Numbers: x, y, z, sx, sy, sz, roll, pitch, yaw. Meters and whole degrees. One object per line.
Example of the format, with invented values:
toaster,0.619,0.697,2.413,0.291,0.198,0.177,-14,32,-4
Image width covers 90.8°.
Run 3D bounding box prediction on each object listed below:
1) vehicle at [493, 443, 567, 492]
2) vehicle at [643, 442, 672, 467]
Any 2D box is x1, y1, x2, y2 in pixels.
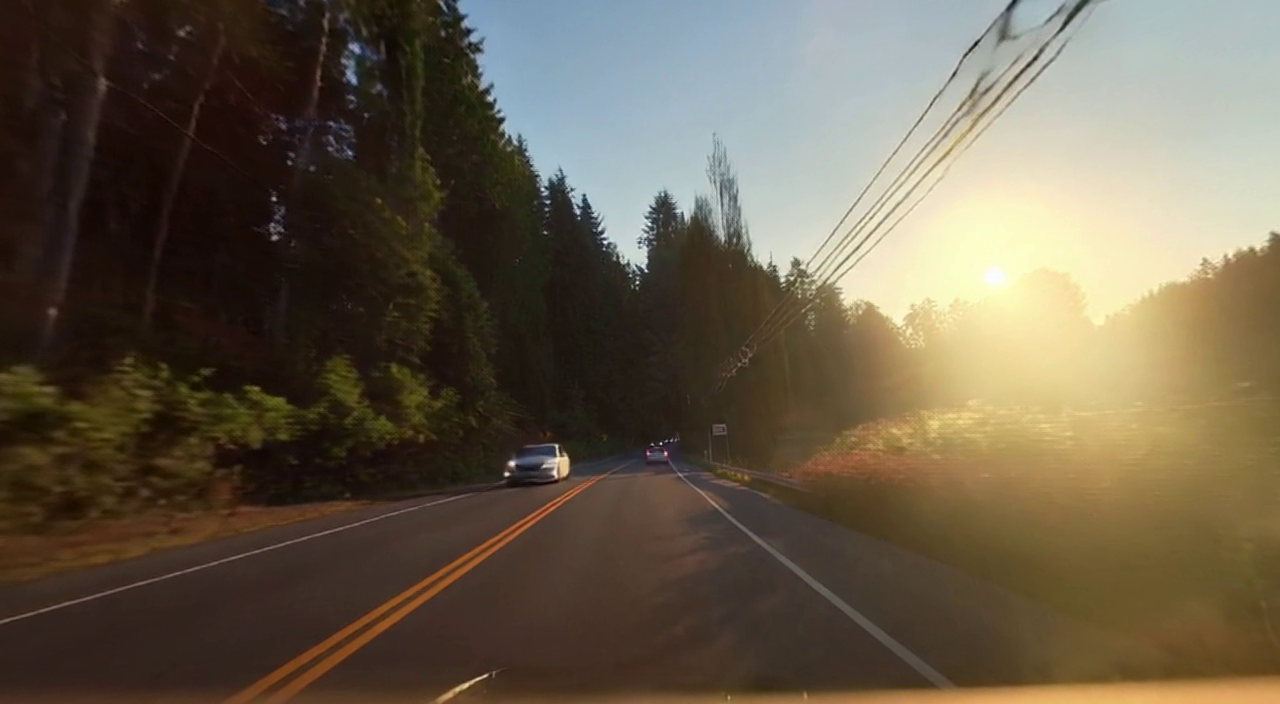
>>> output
vehicle,-3.775,4.020,22.311,1.894,1.537,3.642,0,-9,0
vehicle,1.276,7.690,47.640,2.083,1.767,4.448,0,-9,1
